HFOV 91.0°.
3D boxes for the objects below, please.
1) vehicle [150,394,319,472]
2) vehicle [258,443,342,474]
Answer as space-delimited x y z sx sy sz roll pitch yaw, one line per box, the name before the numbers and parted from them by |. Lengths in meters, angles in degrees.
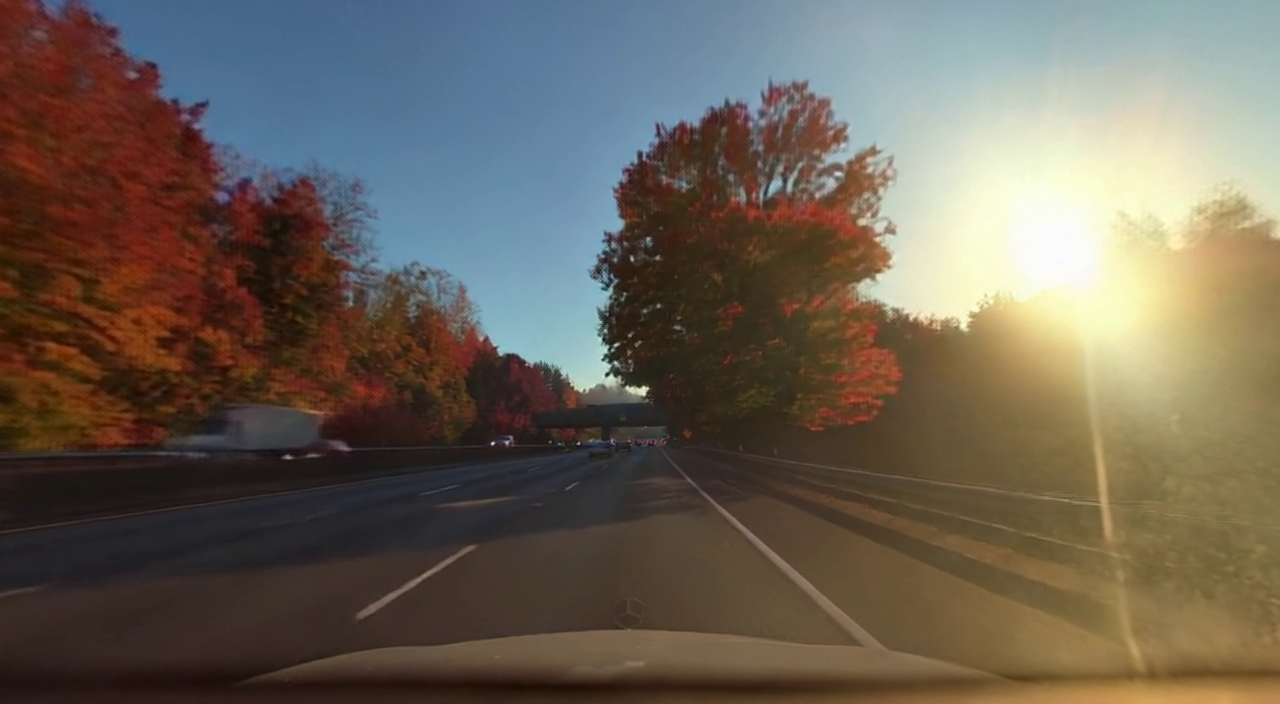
vehicle | -23.021 4.786 36.741 2.976 3.894 9.880 0 -8 1
vehicle | -18.240 5.708 34.000 1.878 1.520 4.582 0 -8 2
